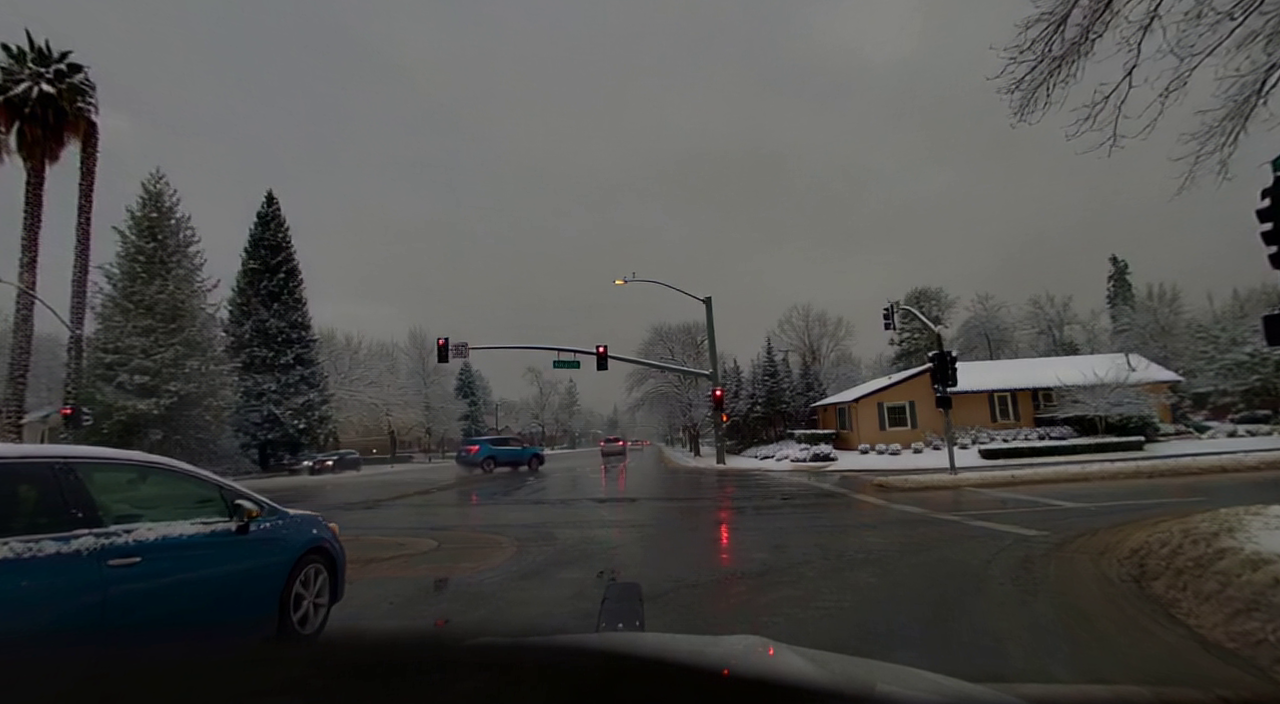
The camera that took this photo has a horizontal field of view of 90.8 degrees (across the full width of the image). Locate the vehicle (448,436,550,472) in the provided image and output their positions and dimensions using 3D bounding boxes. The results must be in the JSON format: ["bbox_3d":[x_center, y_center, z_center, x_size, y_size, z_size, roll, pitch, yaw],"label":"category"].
[{"bbox_3d":[-6.666,4.875,30.381,2.083,1.541,4.777,-5,-10,29],"label":"vehicle"}]

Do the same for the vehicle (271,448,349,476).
[{"bbox_3d":[-20.002,6.662,38.547,2.084,1.528,4.778,-1,-9,2],"label":"vehicle"}]

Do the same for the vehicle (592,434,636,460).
[{"bbox_3d":[-1.857,7.105,47.141,2.393,1.775,5.204,-1,-9,7],"label":"vehicle"}]
